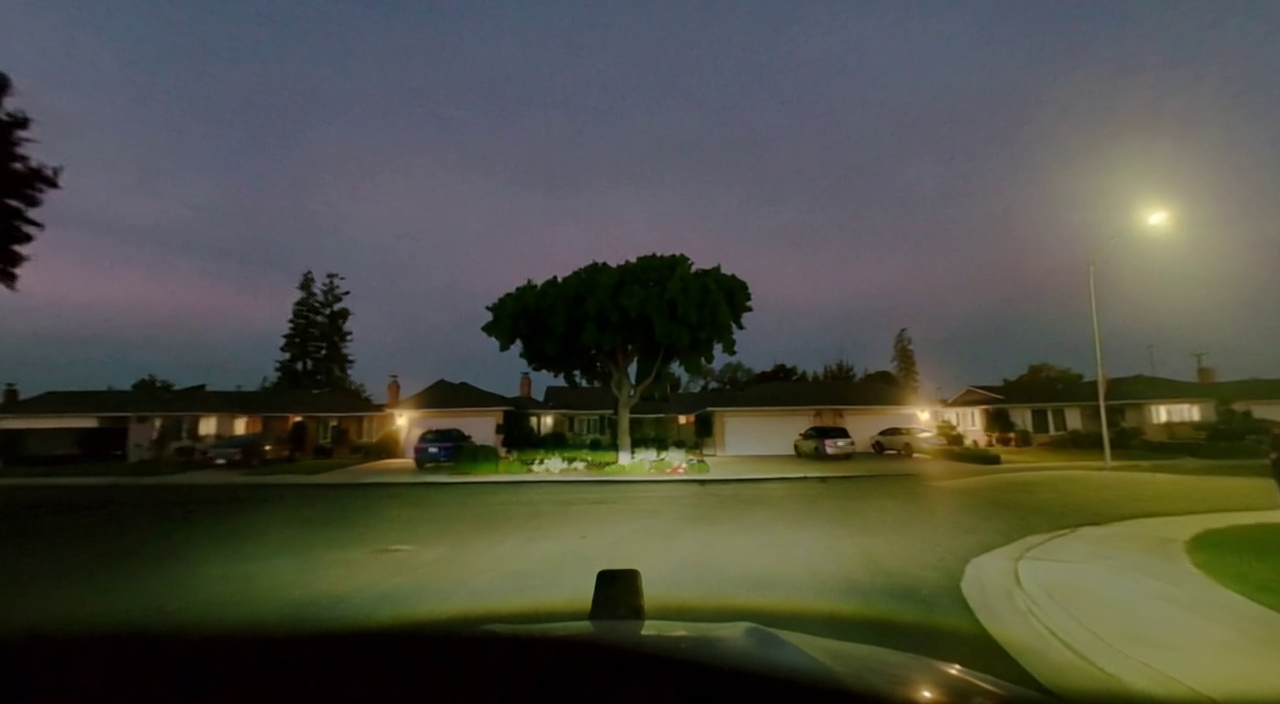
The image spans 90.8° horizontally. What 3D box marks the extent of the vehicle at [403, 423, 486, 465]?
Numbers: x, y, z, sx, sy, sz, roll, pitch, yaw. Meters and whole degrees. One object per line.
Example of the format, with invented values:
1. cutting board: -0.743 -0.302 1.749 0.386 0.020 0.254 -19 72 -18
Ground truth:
1. vehicle: -8.325 4.017 27.425 1.942 1.651 4.655 0 -8 2

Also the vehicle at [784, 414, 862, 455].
1. vehicle: 8.357 3.872 29.280 1.937 1.731 4.179 1 -9 -6

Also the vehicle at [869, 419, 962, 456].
1. vehicle: 12.359 3.916 28.656 1.873 1.556 4.216 1 -9 -8

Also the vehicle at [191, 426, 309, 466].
1. vehicle: -17.811 4.332 29.145 1.942 1.700 4.478 -2 -9 13
